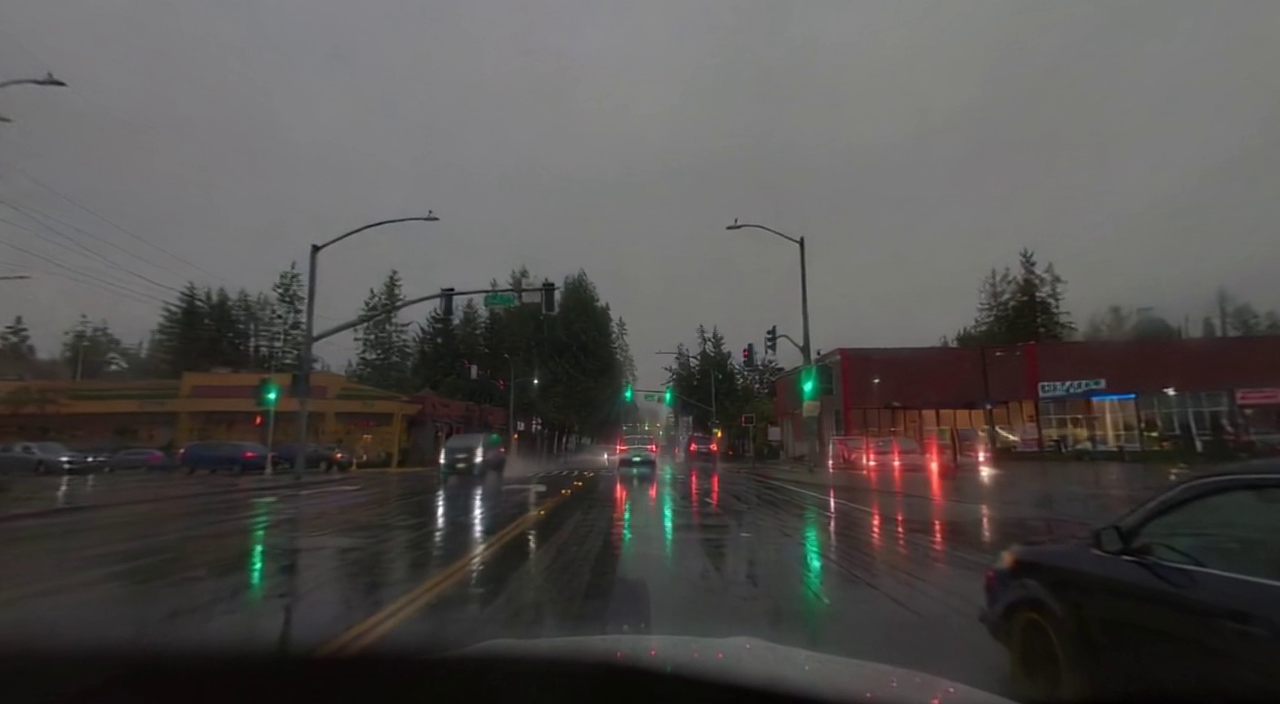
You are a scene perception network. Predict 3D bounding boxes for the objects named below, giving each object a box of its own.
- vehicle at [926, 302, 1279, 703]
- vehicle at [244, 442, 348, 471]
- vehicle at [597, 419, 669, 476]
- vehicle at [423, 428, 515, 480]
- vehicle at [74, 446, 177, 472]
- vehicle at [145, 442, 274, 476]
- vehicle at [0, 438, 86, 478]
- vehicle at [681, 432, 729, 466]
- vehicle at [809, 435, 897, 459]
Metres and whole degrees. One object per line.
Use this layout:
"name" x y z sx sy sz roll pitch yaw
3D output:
"vehicle" 3.392 0.755 2.301 2.335 1.812 5.041 0 -8 0
"vehicle" -18.778 5.720 34.552 4.561 1.531 1.990 0 -8 1
"vehicle" -0.249 3.928 25.991 2.638 2.065 5.313 0 -8 0
"vehicle" -6.721 4.072 25.383 2.335 1.909 4.593 0 -8 1
"vehicle" -30.931 6.423 37.986 4.466 1.527 2.028 0 -8 2
"vehicle" -21.128 5.259 31.079 4.839 1.604 2.058 -1 -8 2
"vehicle" -31.597 5.225 31.243 5.964 1.893 2.363 0 -8 1
"vehicle" 3.681 5.607 36.600 2.276 1.787 4.630 0 -8 -1
"vehicle" 14.251 6.381 42.391 5.218 1.558 1.963 0 -8 -1
